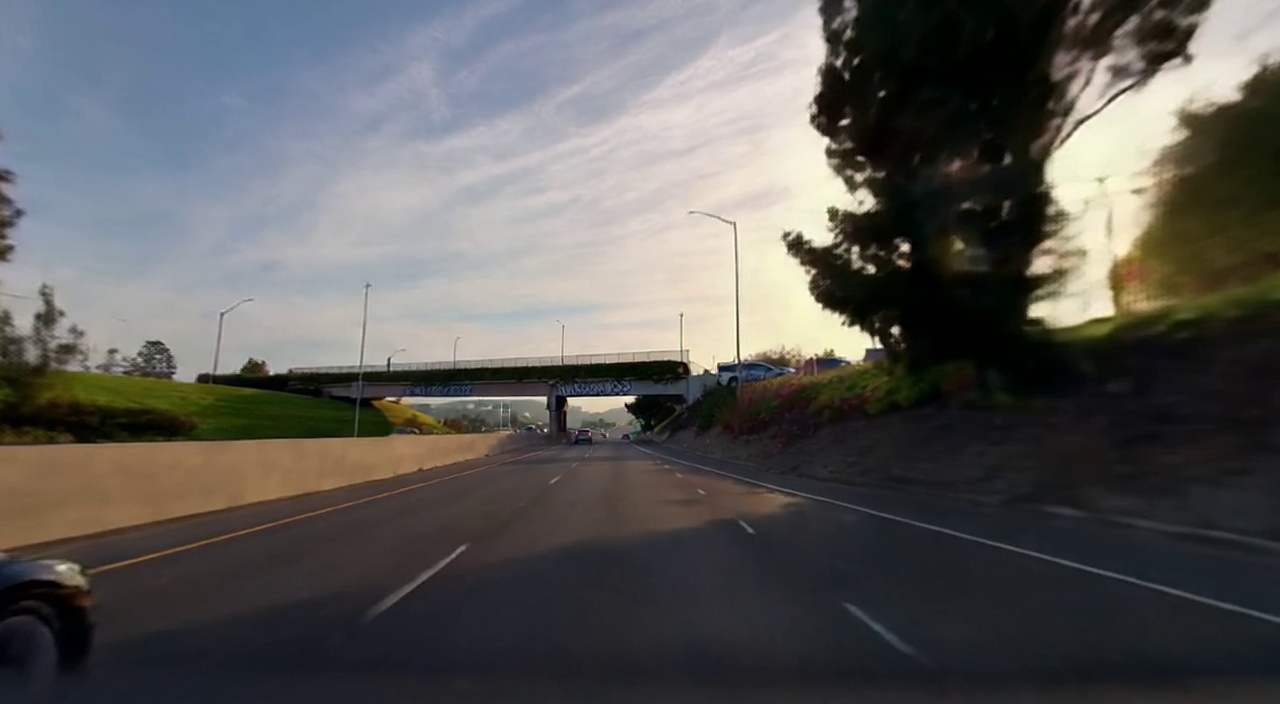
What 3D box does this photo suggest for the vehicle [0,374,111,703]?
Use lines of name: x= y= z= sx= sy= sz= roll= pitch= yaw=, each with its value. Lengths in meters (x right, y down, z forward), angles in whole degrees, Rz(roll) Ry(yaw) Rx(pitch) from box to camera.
vehicle: x=-3.426 y=0.612 z=0.459 sx=2.108 sy=1.555 sz=4.574 roll=0 pitch=-8 yaw=0
